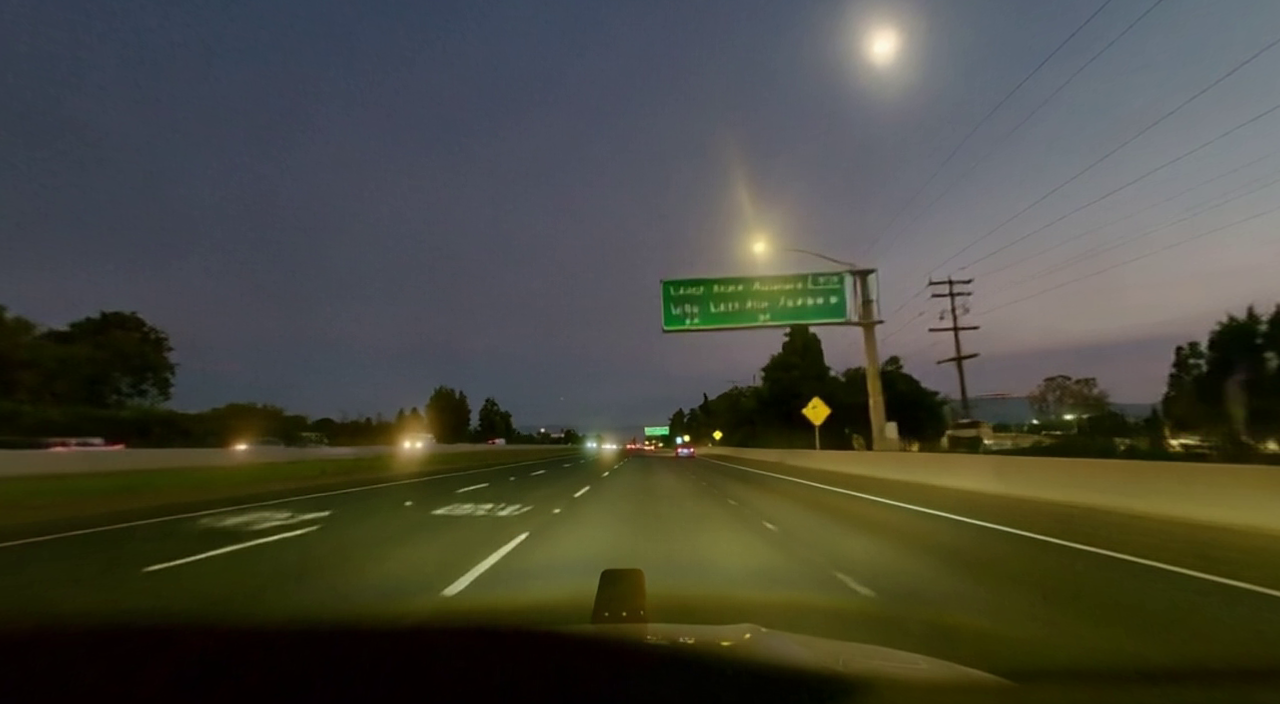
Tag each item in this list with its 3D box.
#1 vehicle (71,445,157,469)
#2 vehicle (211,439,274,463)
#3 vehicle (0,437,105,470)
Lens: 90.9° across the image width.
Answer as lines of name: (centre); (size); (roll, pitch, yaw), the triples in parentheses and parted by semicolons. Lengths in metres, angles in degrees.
vehicle: (-33.943, 6.757, 40.876); (1.713, 1.464, 4.397); (0, -8, 1)
vehicle: (-29.664, 7.359, 47.208); (1.806, 1.648, 4.438); (0, -7, 0)
vehicle: (-30.328, 5.161, 32.339); (1.886, 1.494, 4.292); (-1, -7, 3)
